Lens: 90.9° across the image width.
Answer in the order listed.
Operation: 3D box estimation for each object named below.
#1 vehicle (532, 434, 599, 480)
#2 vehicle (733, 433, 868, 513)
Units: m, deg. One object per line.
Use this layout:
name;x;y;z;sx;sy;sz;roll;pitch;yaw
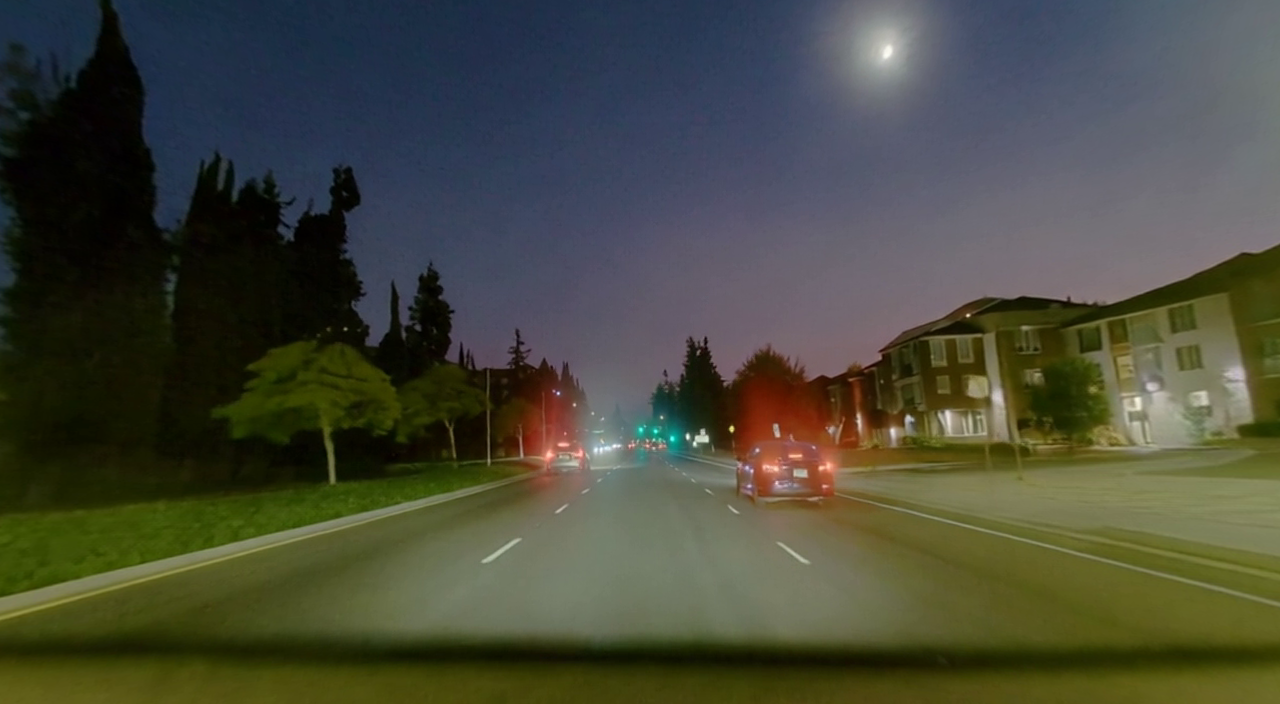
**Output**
vehicle;-3.154;4.572;27.725;2.216;1.828;4.886;0;-8;2
vehicle;3.420;2.663;14.373;1.945;1.530;4.320;0;-8;0
